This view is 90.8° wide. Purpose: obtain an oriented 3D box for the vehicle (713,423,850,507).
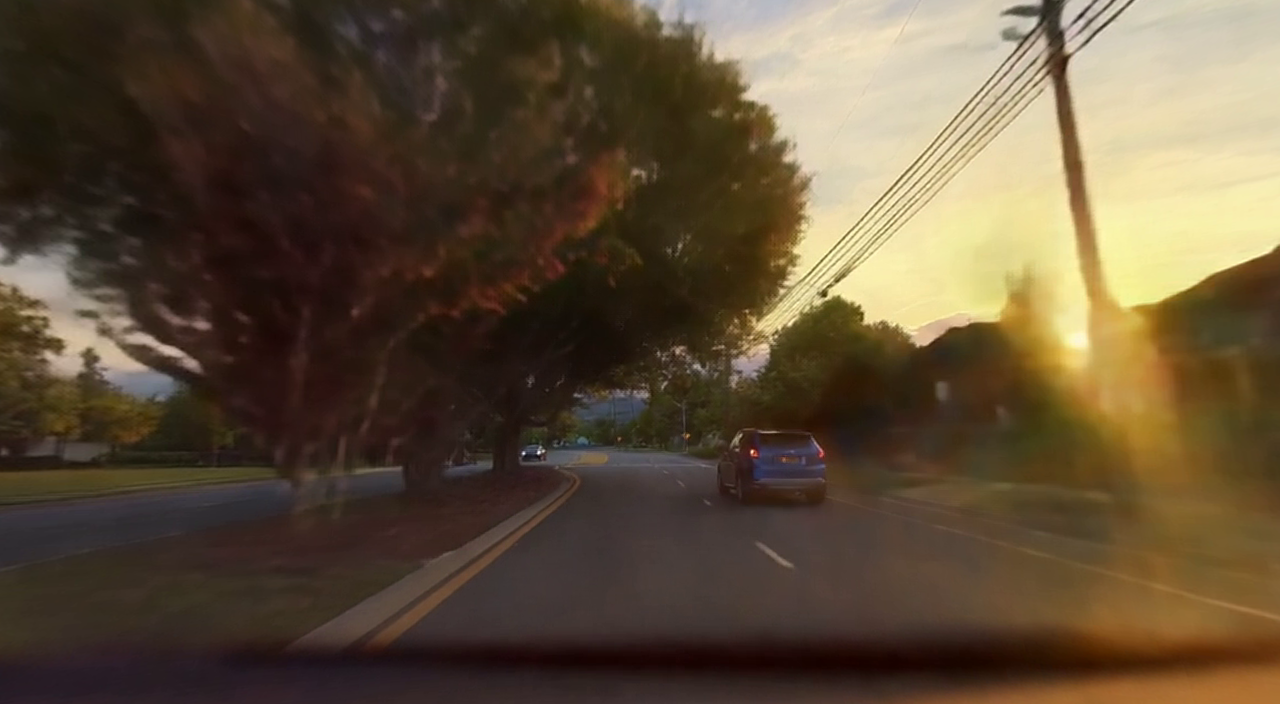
[{"bbox_3d":[3.330,2.795,16.033,2.193,1.777,4.772,0,-9,-2],"label":"vehicle"}]
